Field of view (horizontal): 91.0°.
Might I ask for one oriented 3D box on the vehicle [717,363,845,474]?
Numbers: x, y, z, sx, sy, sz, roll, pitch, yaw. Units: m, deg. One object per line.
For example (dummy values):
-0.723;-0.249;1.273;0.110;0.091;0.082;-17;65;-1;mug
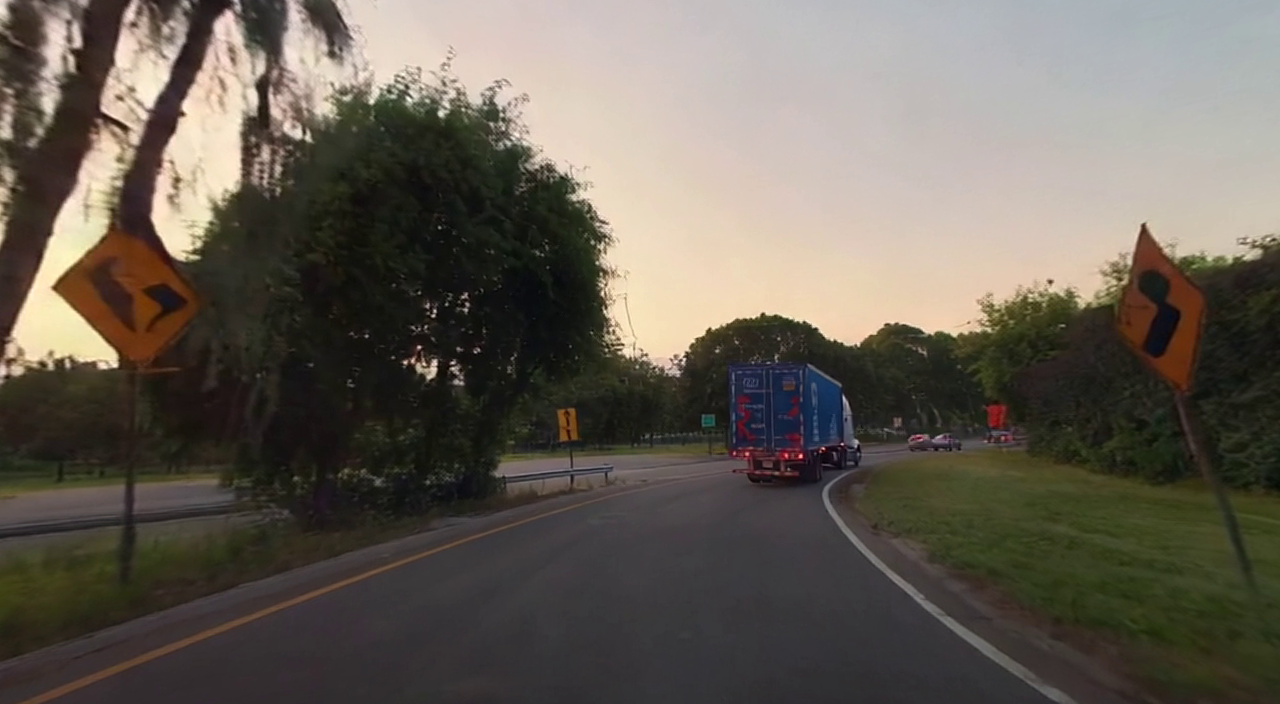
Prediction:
6.046;2.807;25.457;2.937;3.647;9.344;-4;-9;25;vehicle
